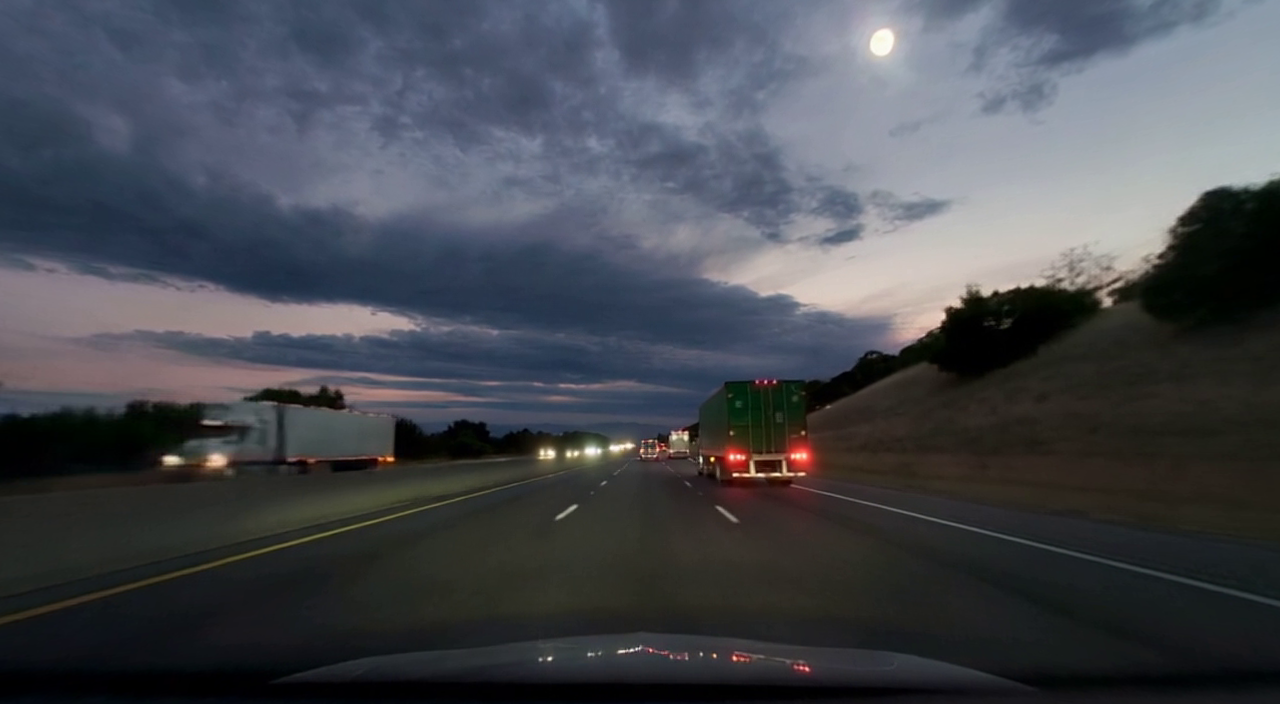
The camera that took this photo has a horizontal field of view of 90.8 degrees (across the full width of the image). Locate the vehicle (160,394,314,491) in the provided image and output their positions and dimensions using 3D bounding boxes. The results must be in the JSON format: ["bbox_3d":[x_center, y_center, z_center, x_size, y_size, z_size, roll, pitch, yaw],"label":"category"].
[{"bbox_3d":[-18.317,4.221,29.274,2.960,4.006,5.958,0,-9,0],"label":"vehicle"}]

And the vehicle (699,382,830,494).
[{"bbox_3d":[4.210,3.286,23.732,2.960,3.381,8.914,0,-9,-1],"label":"vehicle"}]
